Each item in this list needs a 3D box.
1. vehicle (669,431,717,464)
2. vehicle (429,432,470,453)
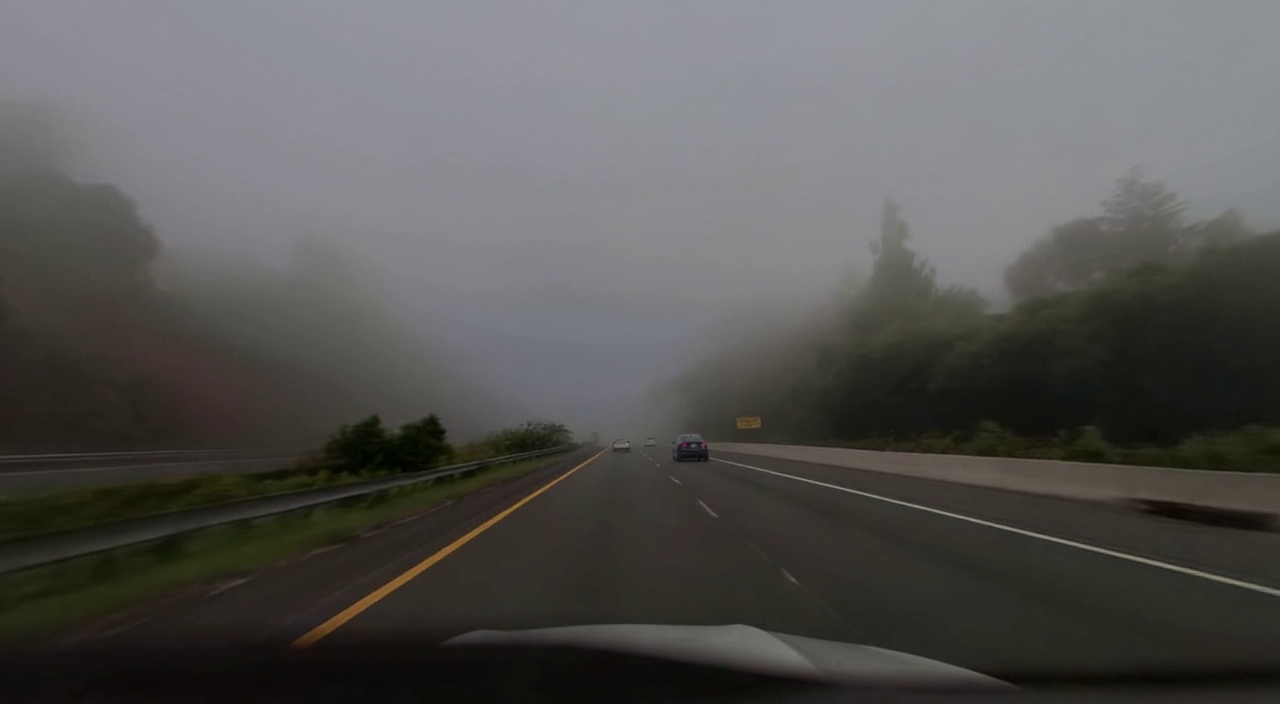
[{"bbox_3d":[2.838,5.246,34.860,2.085,1.681,4.436,0,-8,-2],"label":"vehicle"},{"bbox_3d":[-14.703,7.027,48.898,1.989,1.531,3.818,0,-8,-1],"label":"vehicle"}]
